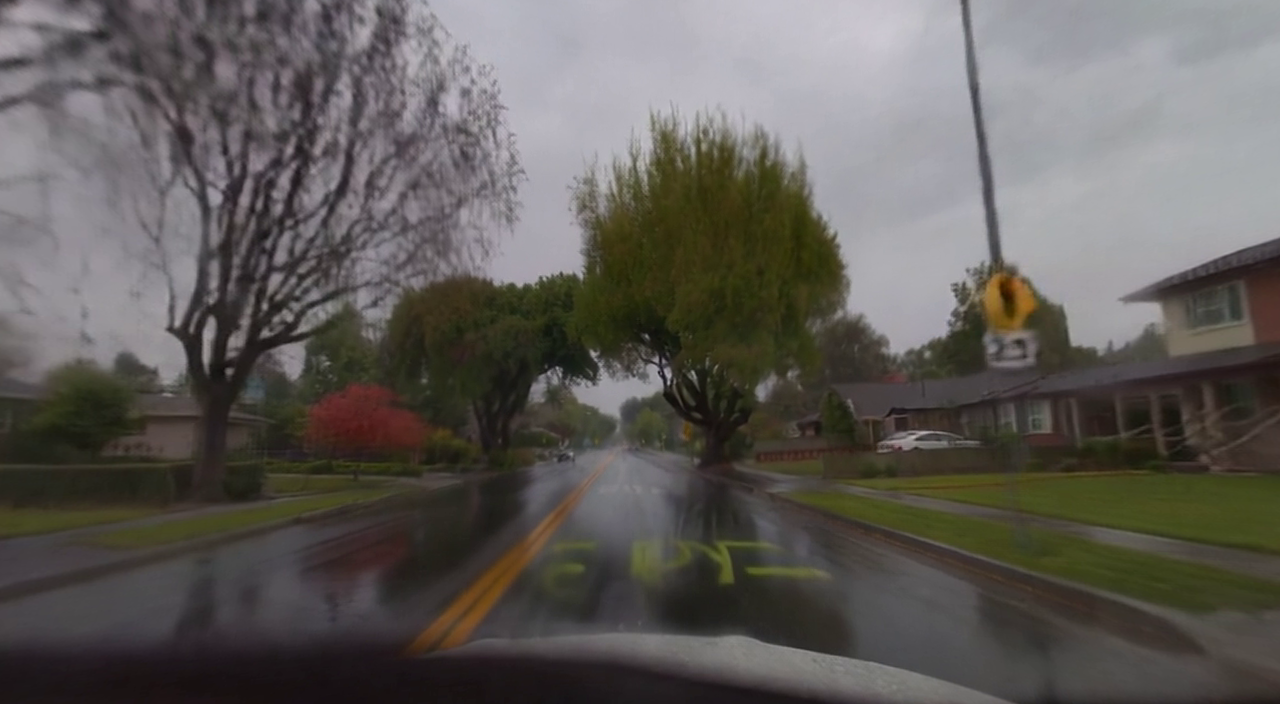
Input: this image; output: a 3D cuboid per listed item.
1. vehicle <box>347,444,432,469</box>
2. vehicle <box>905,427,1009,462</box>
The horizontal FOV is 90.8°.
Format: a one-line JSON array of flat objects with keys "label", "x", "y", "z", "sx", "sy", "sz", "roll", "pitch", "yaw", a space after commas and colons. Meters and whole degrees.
[{"label": "vehicle", "x": -15.309, "y": 6.416, "z": 38.782, "sx": 4.388, "sy": 1.449, "sz": 1.882, "roll": 0, "pitch": -9, "yaw": -2}, {"label": "vehicle", "x": 15.960, "y": 4.667, "z": 31.960, "sx": 4.198, "sy": 1.697, "sz": 1.984, "roll": 1, "pitch": -9, "yaw": -5}]
